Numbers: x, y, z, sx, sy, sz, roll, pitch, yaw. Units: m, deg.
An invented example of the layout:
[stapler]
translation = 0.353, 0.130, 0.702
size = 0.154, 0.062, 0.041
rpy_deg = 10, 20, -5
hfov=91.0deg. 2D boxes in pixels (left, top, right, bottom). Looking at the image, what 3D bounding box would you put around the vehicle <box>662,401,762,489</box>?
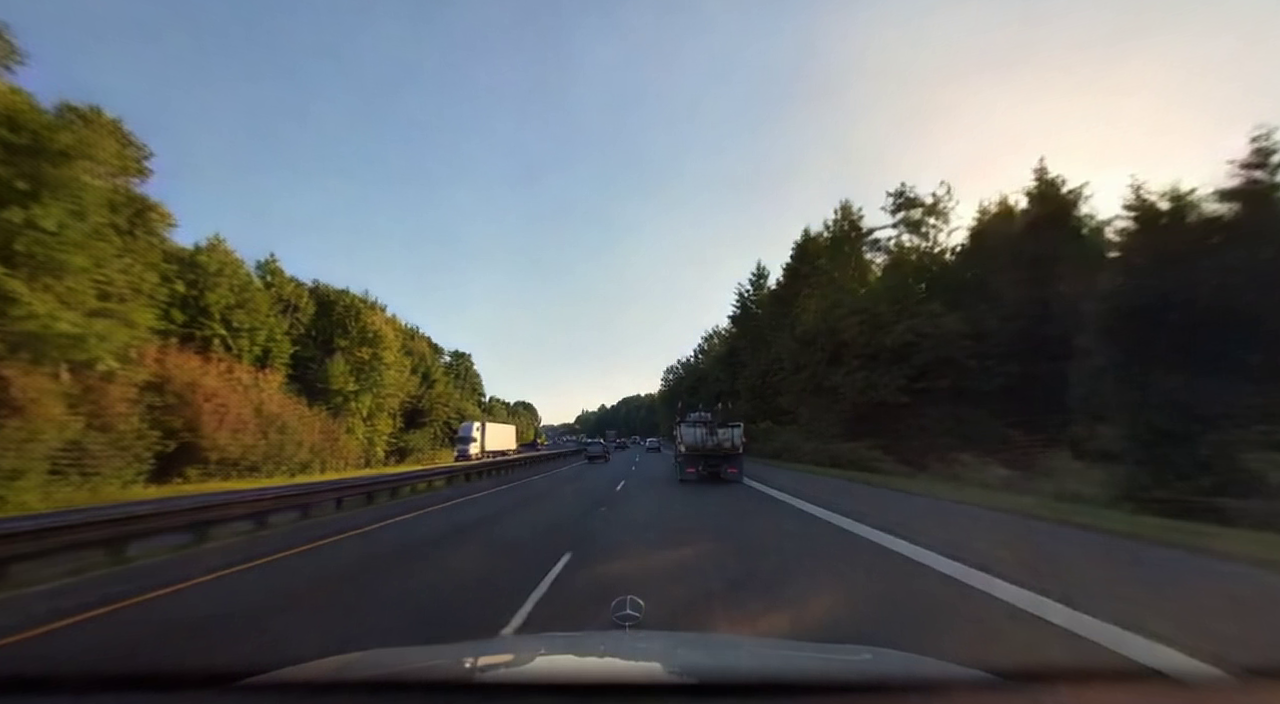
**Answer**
[vehicle]
translation = 2.104, 3.050, 20.791
size = 2.677, 2.439, 6.402
rpy_deg = 0, -8, 1
